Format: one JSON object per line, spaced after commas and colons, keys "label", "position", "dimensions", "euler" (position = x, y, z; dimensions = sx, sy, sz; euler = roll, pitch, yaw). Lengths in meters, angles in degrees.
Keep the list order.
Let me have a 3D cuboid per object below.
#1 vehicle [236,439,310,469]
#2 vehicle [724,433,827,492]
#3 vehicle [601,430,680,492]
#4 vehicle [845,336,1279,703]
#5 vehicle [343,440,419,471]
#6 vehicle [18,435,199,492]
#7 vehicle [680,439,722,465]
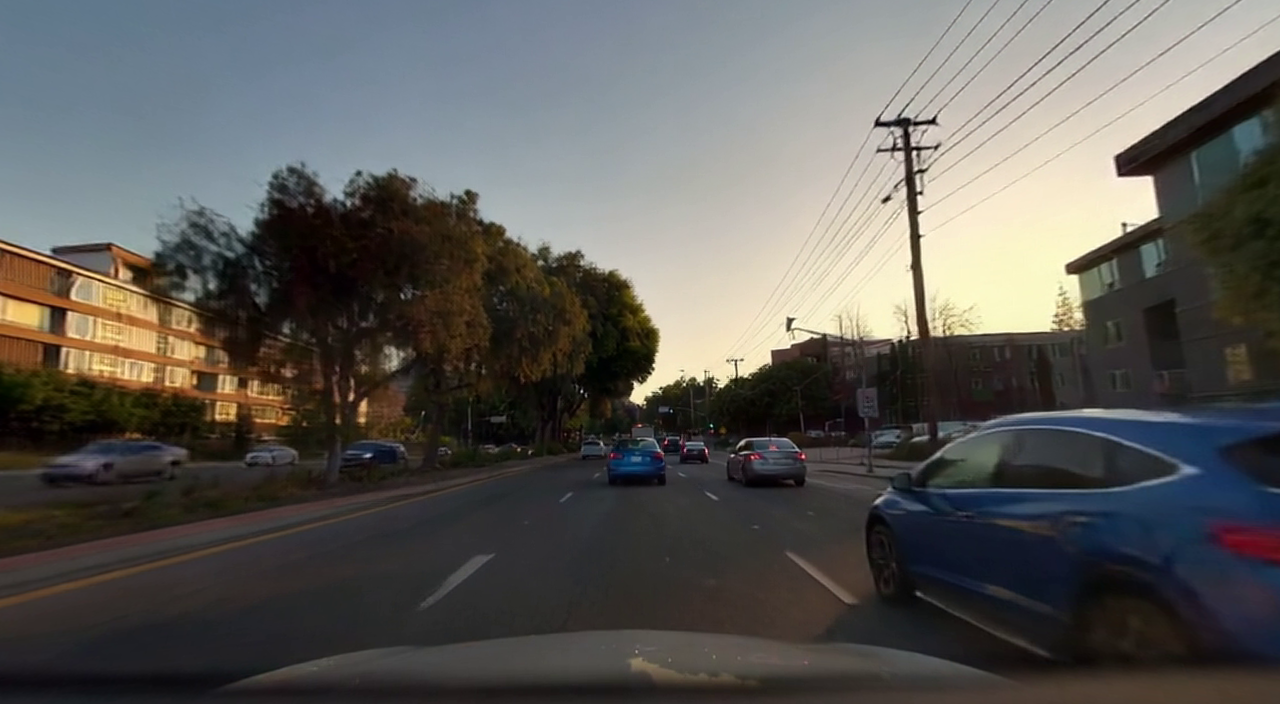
{"label": "vehicle", "position": [-22.361, 6.233, 38.715], "dimensions": [1.923, 1.672, 4.303], "euler": [0, -9, 1]}
{"label": "vehicle", "position": [3.871, 3.267, 18.965], "dimensions": [2.086, 1.534, 4.351], "euler": [0, -9, -1]}
{"label": "vehicle", "position": [-0.007, 3.191, 18.713], "dimensions": [2.073, 1.606, 3.933], "euler": [0, -9, -1]}
{"label": "vehicle", "position": [3.111, 1.041, 3.722], "dimensions": [2.123, 1.657, 4.719], "euler": [0, -9, -1]}
{"label": "vehicle", "position": [-13.928, 5.594, 34.316], "dimensions": [1.951, 1.538, 4.940], "euler": [0, -9, 1]}
{"label": "vehicle", "position": [-17.037, 3.596, 20.662], "dimensions": [1.905, 1.634, 4.617], "euler": [0, -9, 0]}
{"label": "vehicle", "position": [3.658, 6.116, 38.777], "dimensions": [2.054, 1.461, 4.321], "euler": [0, -9, -1]}
